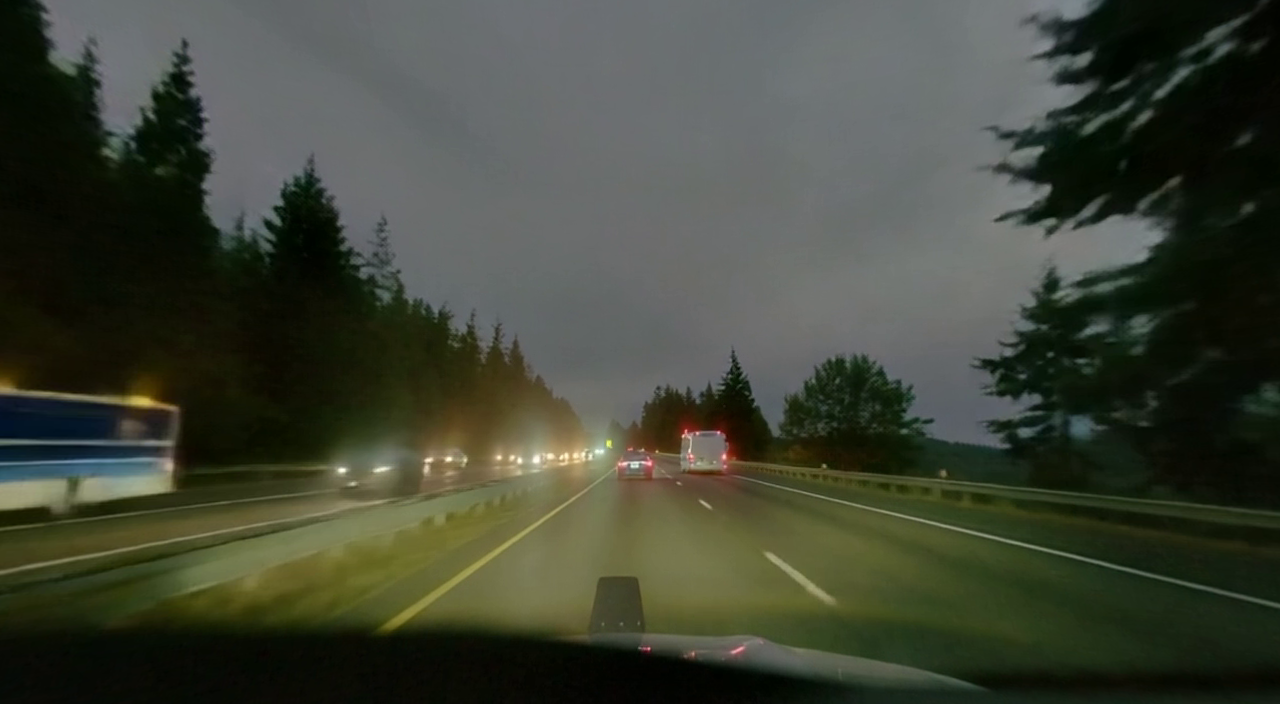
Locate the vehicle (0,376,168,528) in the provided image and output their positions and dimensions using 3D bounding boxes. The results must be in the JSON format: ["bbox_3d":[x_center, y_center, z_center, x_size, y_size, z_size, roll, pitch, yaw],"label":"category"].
[{"bbox_3d":[-12.210,1.805,11.270,2.661,2.552,6.070,-1,-9,1],"label":"vehicle"}]

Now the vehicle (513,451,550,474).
[{"bbox_3d":[-7.494,7.673,43.926,1.833,1.444,4.120,-1,-9,1],"label":"vehicle"}]

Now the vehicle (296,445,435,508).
[{"bbox_3d":[-7.348,3.355,17.431,1.926,1.492,4.272,-1,-9,0],"label":"vehicle"}]

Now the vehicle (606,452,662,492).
[{"bbox_3d":[-0.241,4.743,25.205,2.037,1.417,3.885,0,-9,0],"label":"vehicle"}]

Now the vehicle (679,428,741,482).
[{"bbox_3d":[3.705,5.668,34.740,2.513,2.633,5.930,0,-9,-2],"label":"vehicle"}]
